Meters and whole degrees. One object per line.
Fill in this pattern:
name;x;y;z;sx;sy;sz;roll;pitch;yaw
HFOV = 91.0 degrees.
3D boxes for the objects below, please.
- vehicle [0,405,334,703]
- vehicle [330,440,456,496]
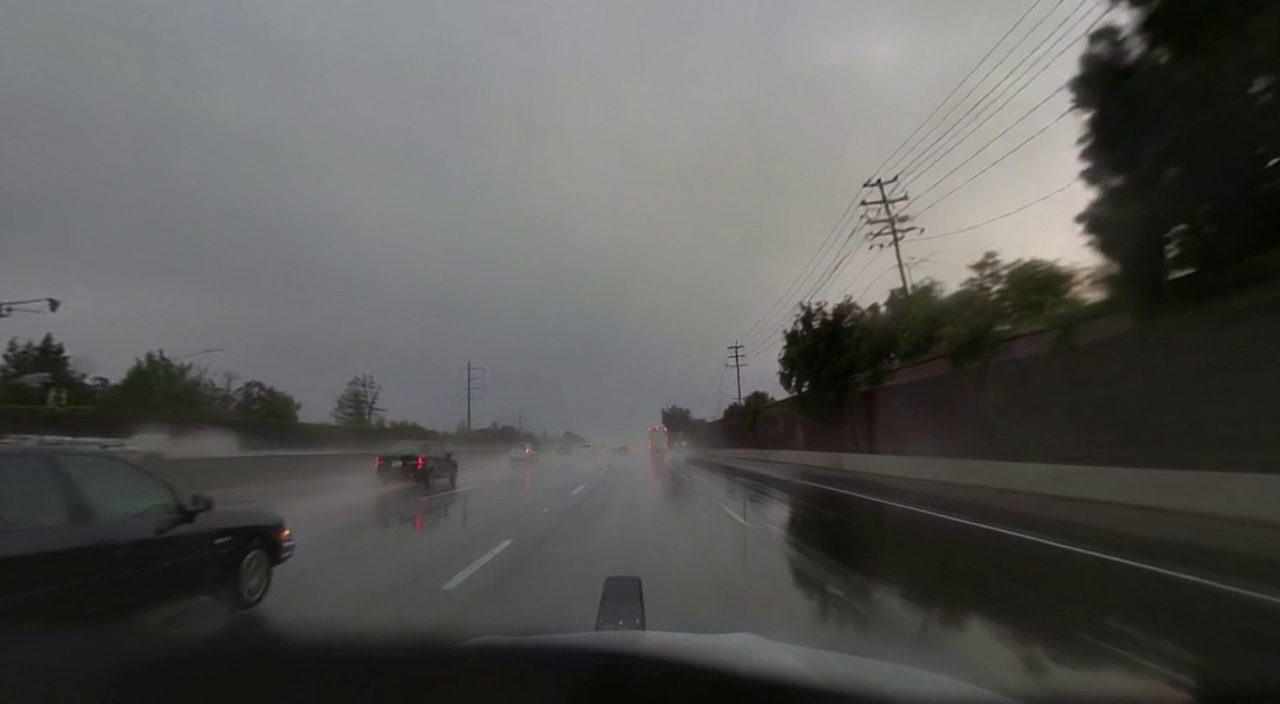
vehicle;-3.693;1.035;2.893;2.045;1.532;4.954;0;-9;1
vehicle;-7.467;3.554;19.649;1.946;1.514;4.687;0;-9;1
